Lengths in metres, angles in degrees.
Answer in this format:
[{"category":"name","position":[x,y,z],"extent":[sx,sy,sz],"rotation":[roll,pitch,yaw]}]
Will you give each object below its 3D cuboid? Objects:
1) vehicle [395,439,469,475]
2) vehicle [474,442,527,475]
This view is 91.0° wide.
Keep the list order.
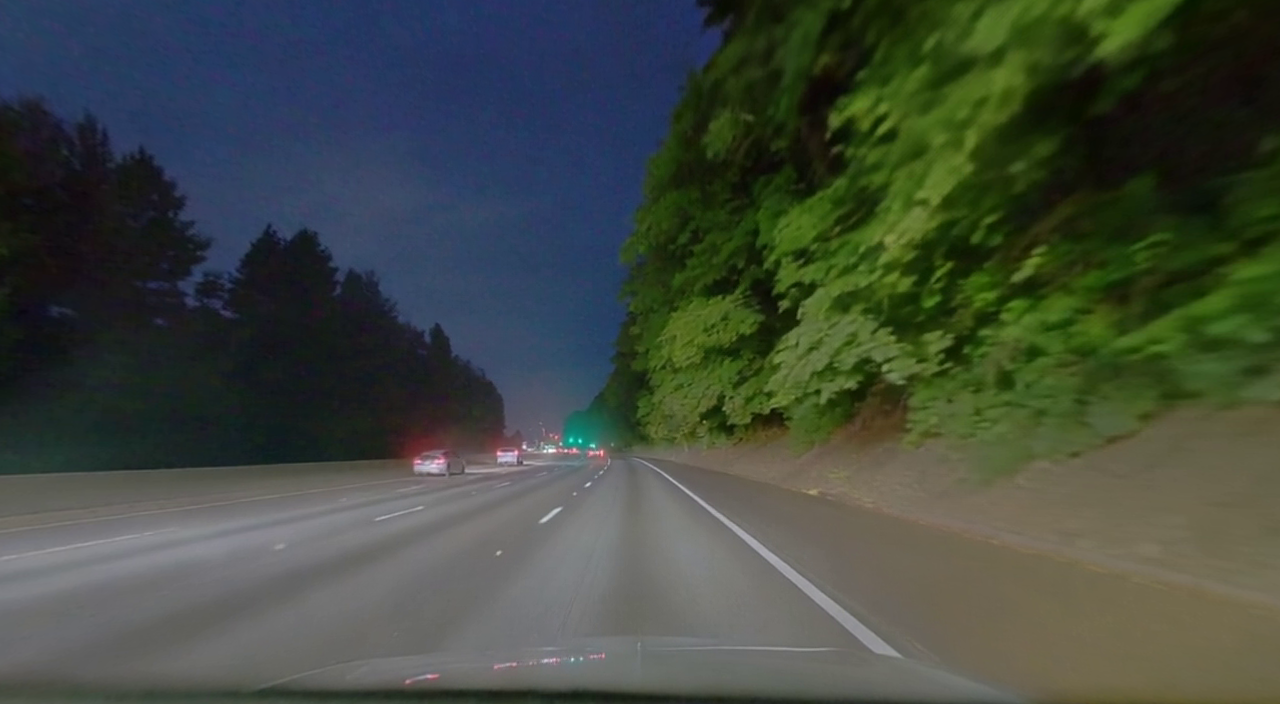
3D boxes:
[{"category":"vehicle","position":[-11.860,6.034,36.430],"extent":[2.425,1.926,5.584],"rotation":[0,-9,-1]},{"category":"vehicle","position":[-7.689,5.921,35.146],"extent":[2.060,1.680,4.255],"rotation":[0,-9,-1]}]
